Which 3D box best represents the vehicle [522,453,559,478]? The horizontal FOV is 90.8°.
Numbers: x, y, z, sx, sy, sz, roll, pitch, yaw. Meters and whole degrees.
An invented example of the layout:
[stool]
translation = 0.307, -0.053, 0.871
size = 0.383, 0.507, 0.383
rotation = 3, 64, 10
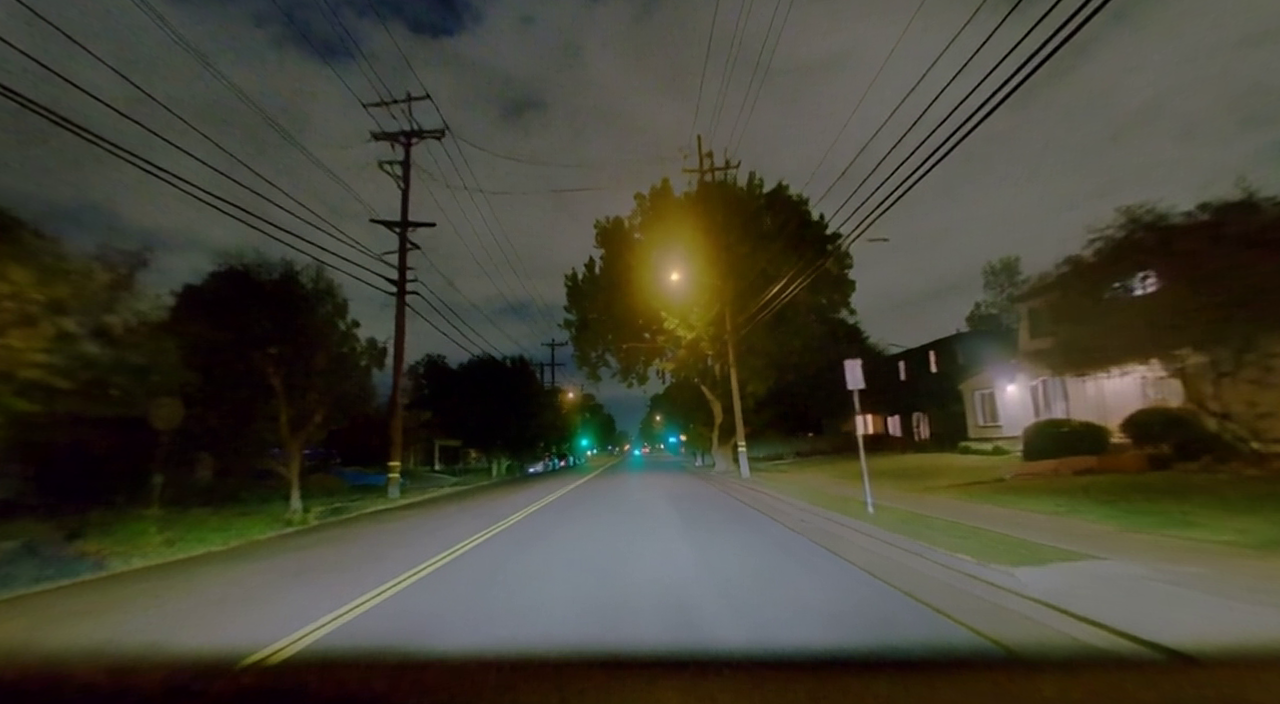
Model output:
[vehicle]
translation = -7.260, 8.331, 46.605
size = 1.869, 1.442, 4.344
rotation = -9, -8, -1
